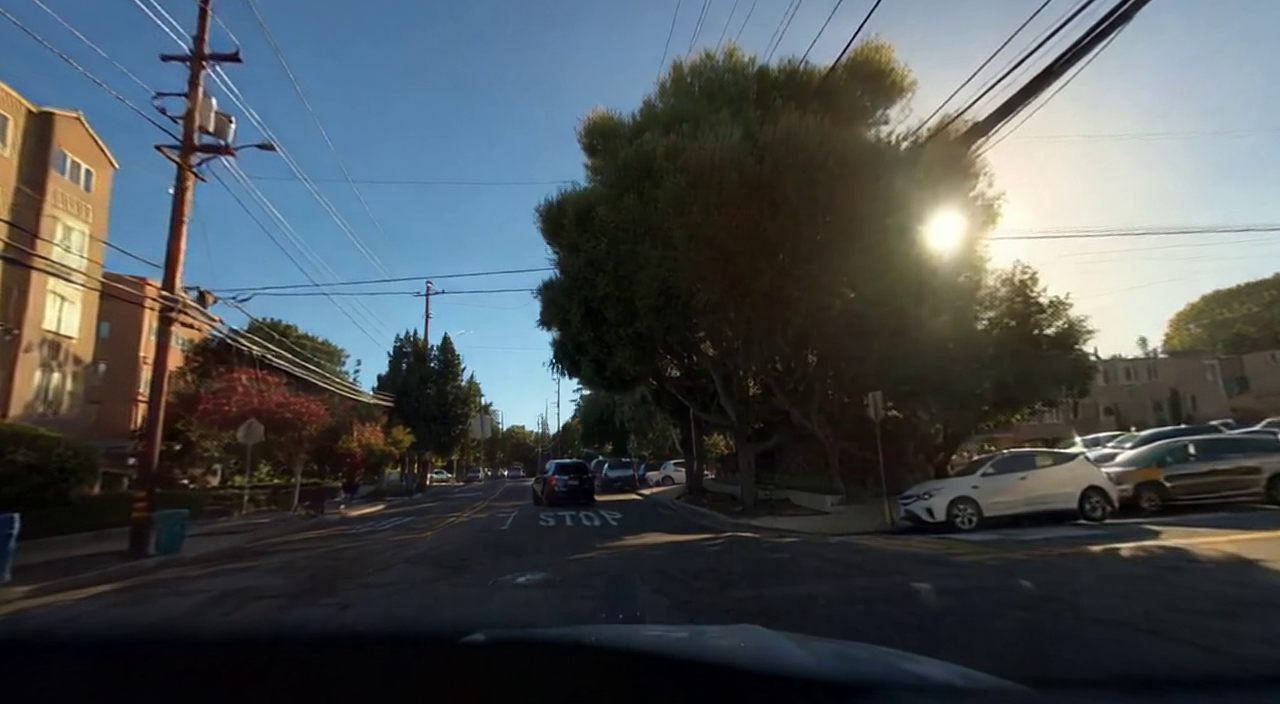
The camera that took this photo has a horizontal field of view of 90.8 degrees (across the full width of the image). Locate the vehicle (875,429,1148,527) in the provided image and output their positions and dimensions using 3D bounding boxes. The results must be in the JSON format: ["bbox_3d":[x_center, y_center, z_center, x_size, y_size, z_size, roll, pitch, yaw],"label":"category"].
[{"bbox_3d":[8.055,2.774,13.942,4.877,1.755,1.918,-1,-13,-10],"label":"vehicle"}]

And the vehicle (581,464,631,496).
[{"bbox_3d":[-1.833,6.669,33.196,1.918,1.475,4.060,2,-10,-13],"label":"vehicle"}]

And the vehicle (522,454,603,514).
[{"bbox_3d":[-2.962,4.745,23.246,2.155,1.872,4.790,2,-9,-16],"label":"vehicle"}]

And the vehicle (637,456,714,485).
[{"bbox_3d":[2.203,7.427,39.636,4.424,1.645,1.820,1,-10,-12],"label":"vehicle"}]

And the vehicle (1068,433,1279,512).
[{"bbox_3d":[13.177,2.830,15.028,4.830,1.490,1.878,-2,-12,-11],"label":"vehicle"}]
